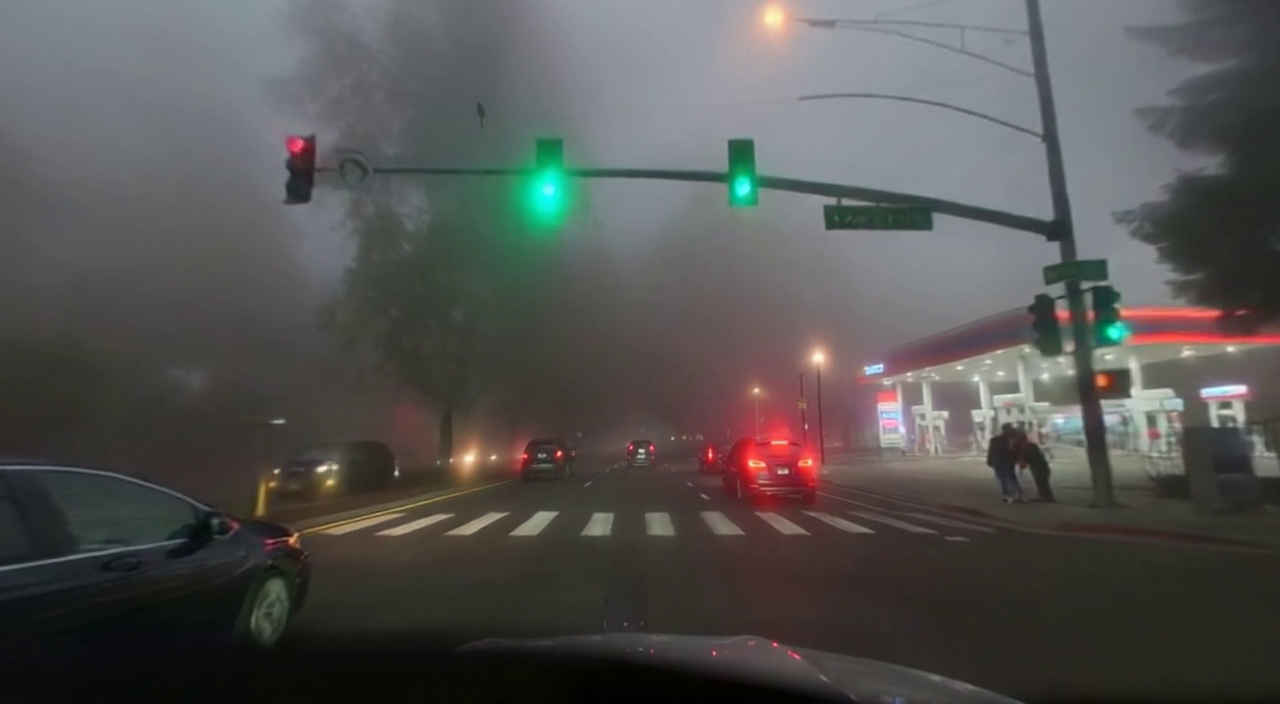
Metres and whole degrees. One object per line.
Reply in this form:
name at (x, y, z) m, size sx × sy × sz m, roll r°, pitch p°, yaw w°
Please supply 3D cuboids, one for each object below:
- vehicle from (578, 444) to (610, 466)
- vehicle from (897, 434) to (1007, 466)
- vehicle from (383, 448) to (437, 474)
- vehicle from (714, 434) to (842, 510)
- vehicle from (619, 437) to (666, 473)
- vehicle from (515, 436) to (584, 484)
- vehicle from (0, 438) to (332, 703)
vehicle at (-3.204, 7.223, 44.500) m, size 1.901 × 1.483 × 4.372 m, roll 0°, pitch -8°, yaw 0°
vehicle at (16.579, 5.236, 33.775) m, size 1.860 × 1.587 × 4.949 m, roll 5°, pitch -10°, yaw -30°
vehicle at (-15.116, 7.153, 41.642) m, size 1.905 × 1.613 × 4.331 m, roll 0°, pitch -8°, yaw 1°
vehicle at (3.057, 2.765, 15.022) m, size 1.919 × 1.502 × 4.572 m, roll 0°, pitch -8°, yaw -1°
vehicle at (0.105, 5.182, 31.760) m, size 2.192 × 1.674 × 4.124 m, roll 0°, pitch -8°, yaw 0°
vehicle at (-3.323, 4.047, 23.929) m, size 1.988 × 1.645 × 3.995 m, roll 0°, pitch -8°, yaw 1°
vehicle at (-3.310, 1.011, 2.377) m, size 2.013 × 1.354 × 4.393 m, roll 0°, pitch -8°, yaw 1°
